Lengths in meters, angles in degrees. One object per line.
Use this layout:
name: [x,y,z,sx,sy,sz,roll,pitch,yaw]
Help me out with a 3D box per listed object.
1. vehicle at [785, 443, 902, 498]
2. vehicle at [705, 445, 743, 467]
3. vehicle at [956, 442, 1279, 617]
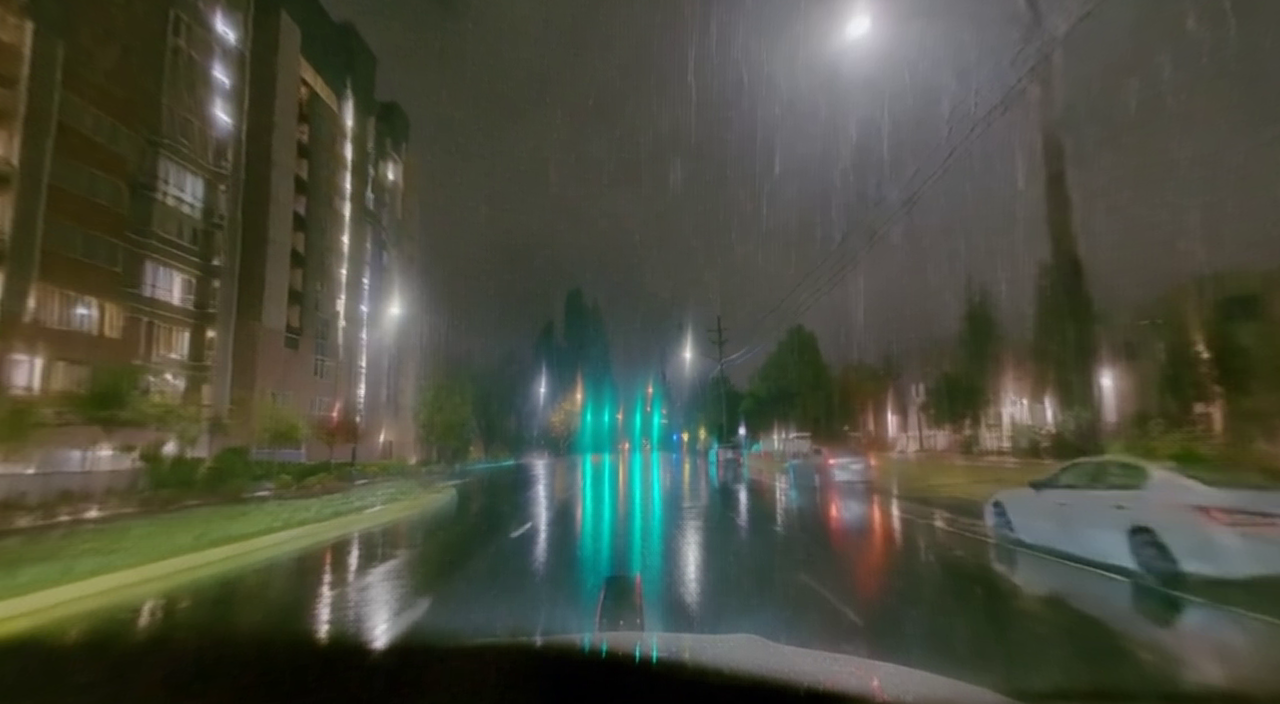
vehicle: [6.130,3.607,19.732,1.944,1.478,4.885,0,-9,-1]
vehicle: [6.168,7.687,47.018,1.948,1.526,4.518,0,-9,-4]
vehicle: [6.180,1.826,7.713,2.013,1.408,5.011,0,-9,-1]
